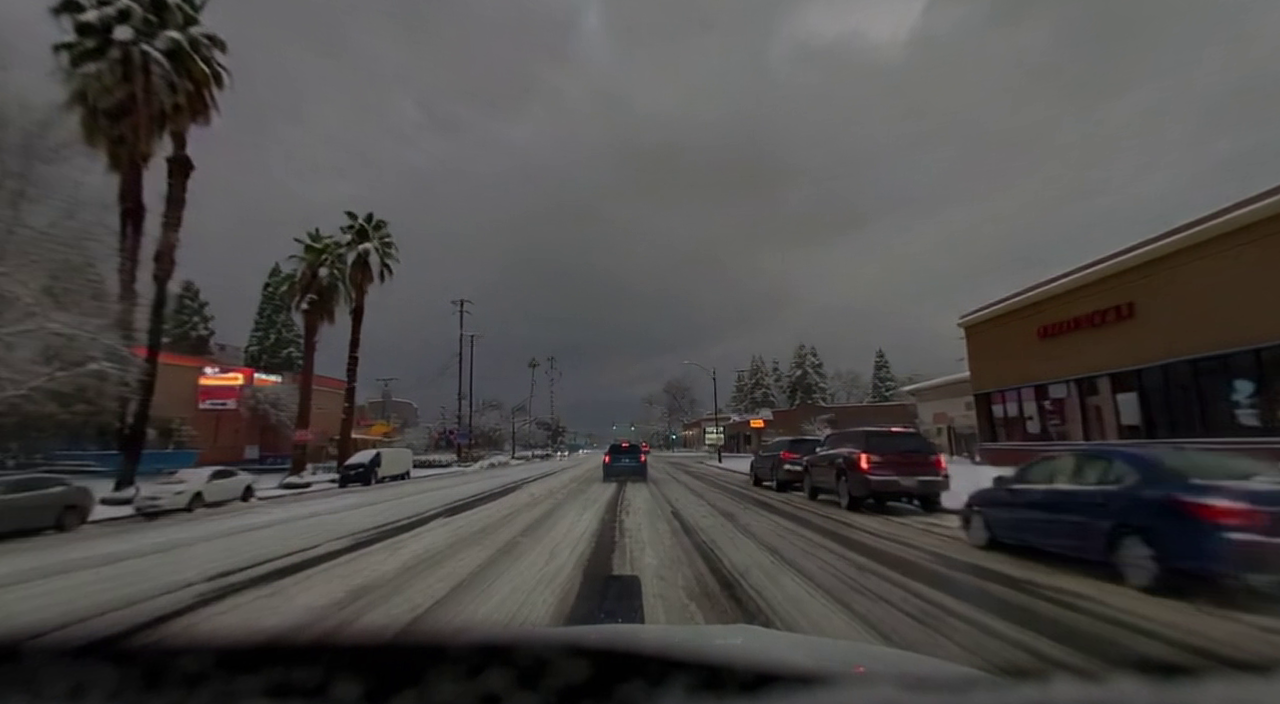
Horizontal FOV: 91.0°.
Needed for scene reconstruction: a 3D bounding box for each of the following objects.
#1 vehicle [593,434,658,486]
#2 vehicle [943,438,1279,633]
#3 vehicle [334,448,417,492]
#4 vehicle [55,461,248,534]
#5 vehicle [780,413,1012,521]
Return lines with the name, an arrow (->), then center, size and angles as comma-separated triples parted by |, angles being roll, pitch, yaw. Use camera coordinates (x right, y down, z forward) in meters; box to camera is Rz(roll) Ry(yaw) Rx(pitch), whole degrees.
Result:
vehicle -> -0.528, 4.074, 24.051 | 2.239, 1.763, 4.096 | 0, -8, 0
vehicle -> 5.588, 1.722, 7.130 | 1.805, 1.429, 4.911 | 0, -8, -1
vehicle -> -13.547, 6.019, 32.590 | 2.296, 1.847, 4.856 | -4, -8, -1
vehicle -> -13.400, 3.958, 17.733 | 1.914, 1.489, 4.523 | -5, -8, -1
vehicle -> 5.419, 2.582, 14.764 | 2.568, 1.974, 6.203 | 0, -8, -3
